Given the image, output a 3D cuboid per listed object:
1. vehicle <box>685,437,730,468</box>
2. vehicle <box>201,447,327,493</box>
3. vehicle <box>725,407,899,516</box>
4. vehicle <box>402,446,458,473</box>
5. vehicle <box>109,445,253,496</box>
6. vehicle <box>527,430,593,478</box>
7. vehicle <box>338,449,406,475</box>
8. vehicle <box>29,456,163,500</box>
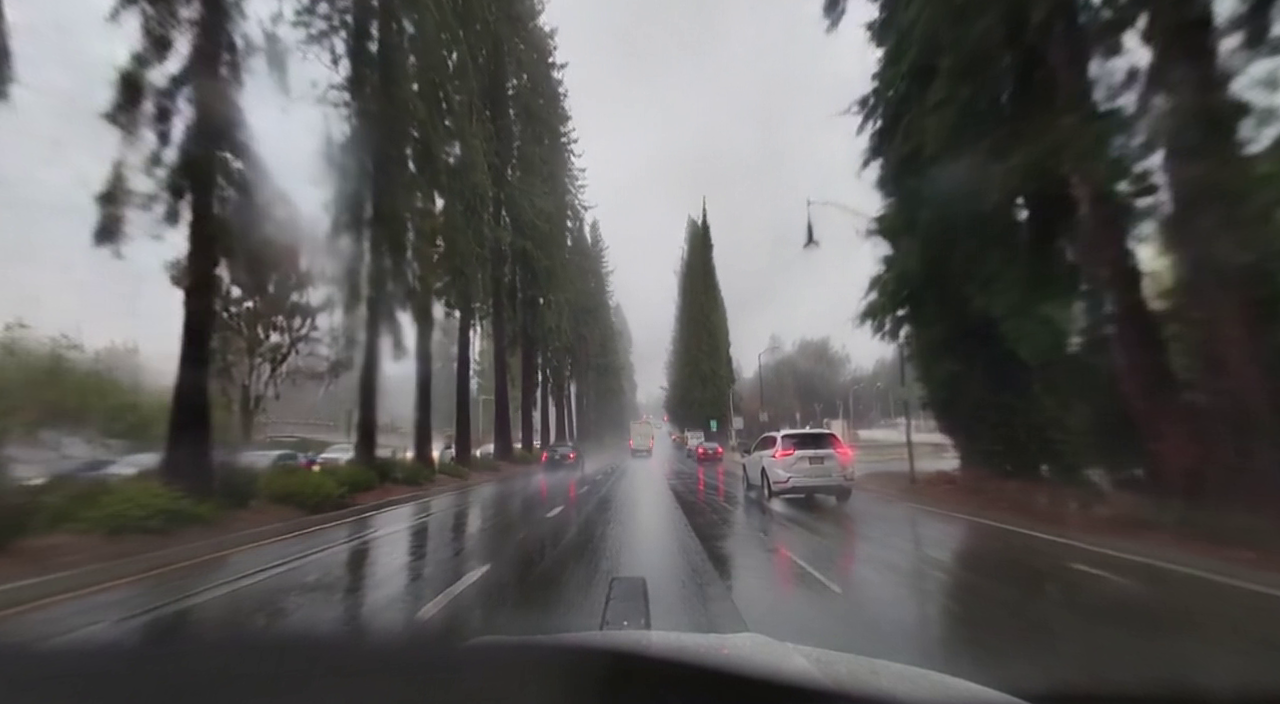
[{"bbox_3d":[4.102,6.216,39.193,2.280,1.757,4.572,0,-8,0],"label":"vehicle"},{"bbox_3d":[-13.735,4.289,23.387,1.887,1.513,4.442,0,-8,0],"label":"vehicle"},{"bbox_3d":[3.616,2.486,14.783,2.381,2.008,5.971,0,-8,0],"label":"vehicle"},{"bbox_3d":[-13.482,6.898,40.840,1.989,1.584,5.018,0,-8,-1],"label":"vehicle"},{"bbox_3d":[-17.664,4.523,24.615,2.059,1.780,4.641,0,-8,1],"label":"vehicle"},{"bbox_3d":[-3.483,4.572,28.411,2.255,1.940,4.822,0,-8,1],"label":"vehicle"},{"bbox_3d":[-17.136,7.019,40.595,2.105,1.507,4.927,0,-8,1],"label":"vehicle"},{"bbox_3d":[-24.125,5.560,28.246,2.173,1.674,4.690,1,-8,-7],"label":"vehicle"}]
